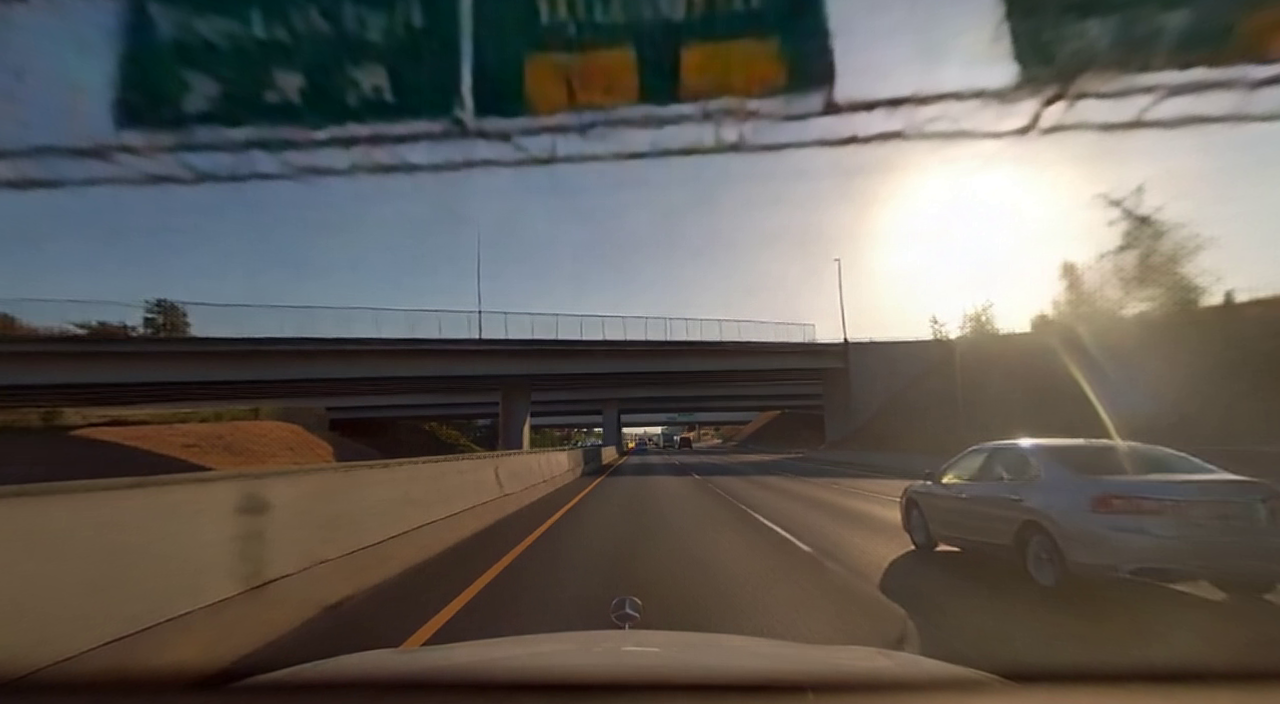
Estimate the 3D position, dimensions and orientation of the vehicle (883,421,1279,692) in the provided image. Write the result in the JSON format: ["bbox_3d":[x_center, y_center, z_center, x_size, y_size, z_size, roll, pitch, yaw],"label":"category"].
[{"bbox_3d":[3.672,1.348,5.286,1.683,1.400,3.868,0,-8,0],"label":"vehicle"}]
